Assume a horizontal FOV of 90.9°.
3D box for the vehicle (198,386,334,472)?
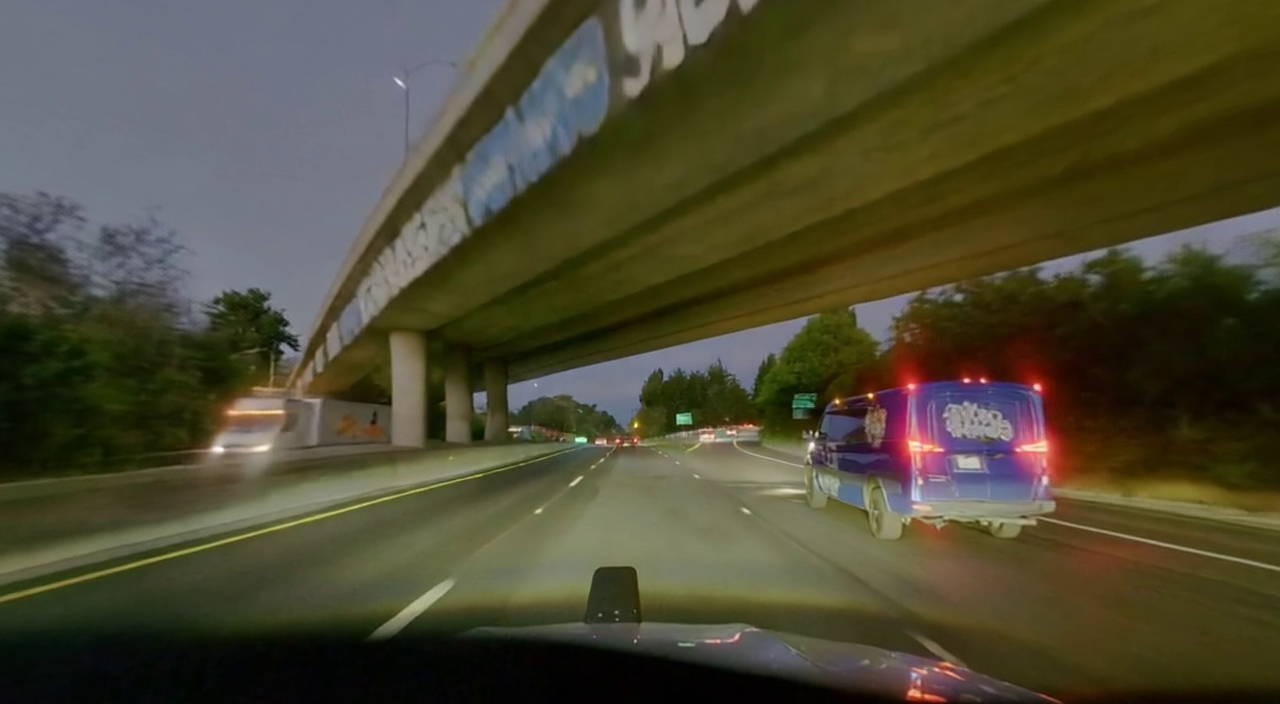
[{"bbox_3d":[-18.654,3.939,32.019,3.004,3.917,6.228,0,-8,-1],"label":"vehicle"}]
